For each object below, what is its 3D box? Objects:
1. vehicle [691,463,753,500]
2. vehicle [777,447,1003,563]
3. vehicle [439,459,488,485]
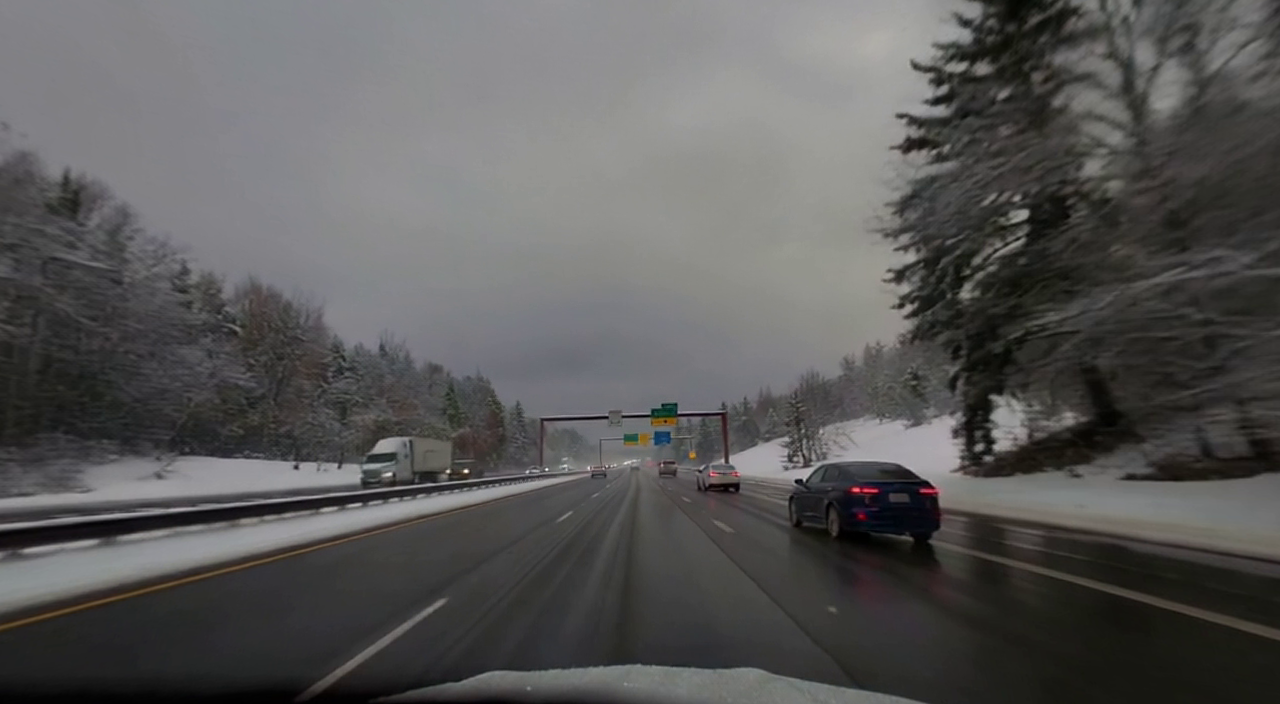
[{"bbox_3d":[3.544,5.704,28.044,2.051,1.472,4.547,1,-10,-2],"label":"vehicle"},{"bbox_3d":[4.025,2.586,11.241,2.010,1.579,4.679,1,-10,-1],"label":"vehicle"},{"bbox_3d":[-12.686,8.681,45.628,2.050,1.763,5.114,1,-10,0],"label":"vehicle"}]
